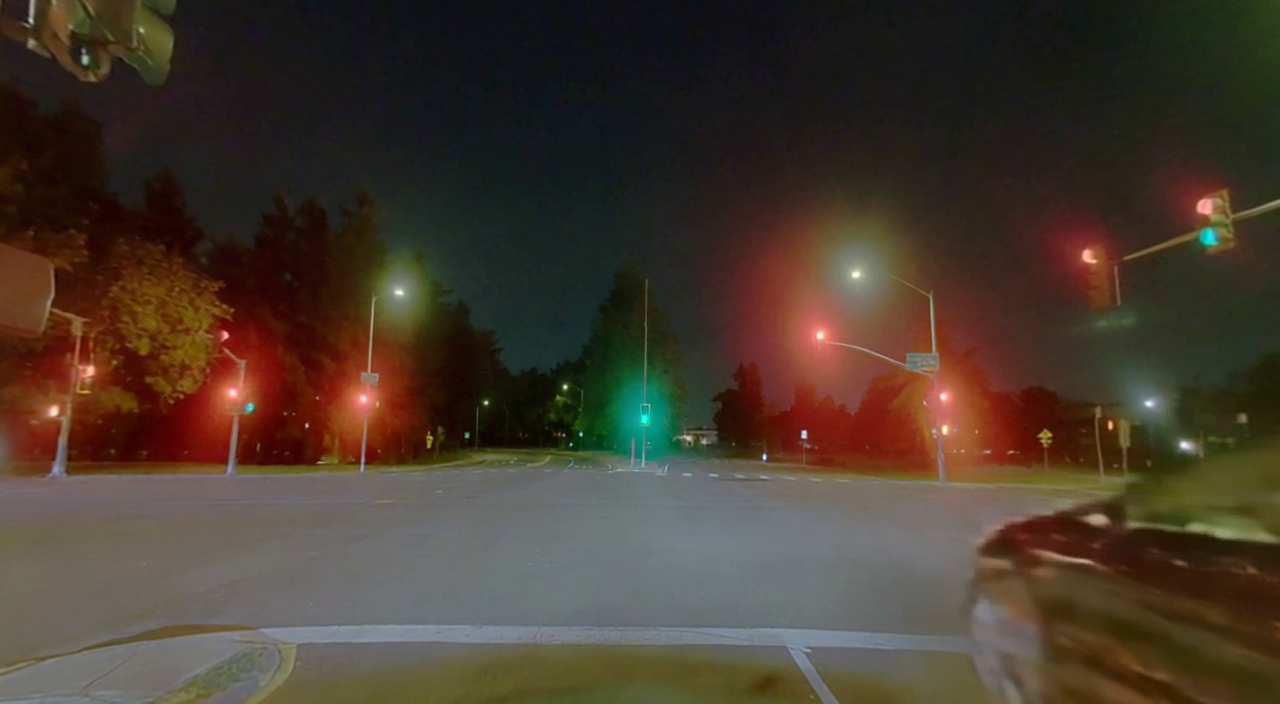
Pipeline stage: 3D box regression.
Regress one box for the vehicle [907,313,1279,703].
[{"bbox_3d":[2.862,0.751,1.739,2.150,1.706,4.754,0,-8,0],"label":"vehicle"}]
